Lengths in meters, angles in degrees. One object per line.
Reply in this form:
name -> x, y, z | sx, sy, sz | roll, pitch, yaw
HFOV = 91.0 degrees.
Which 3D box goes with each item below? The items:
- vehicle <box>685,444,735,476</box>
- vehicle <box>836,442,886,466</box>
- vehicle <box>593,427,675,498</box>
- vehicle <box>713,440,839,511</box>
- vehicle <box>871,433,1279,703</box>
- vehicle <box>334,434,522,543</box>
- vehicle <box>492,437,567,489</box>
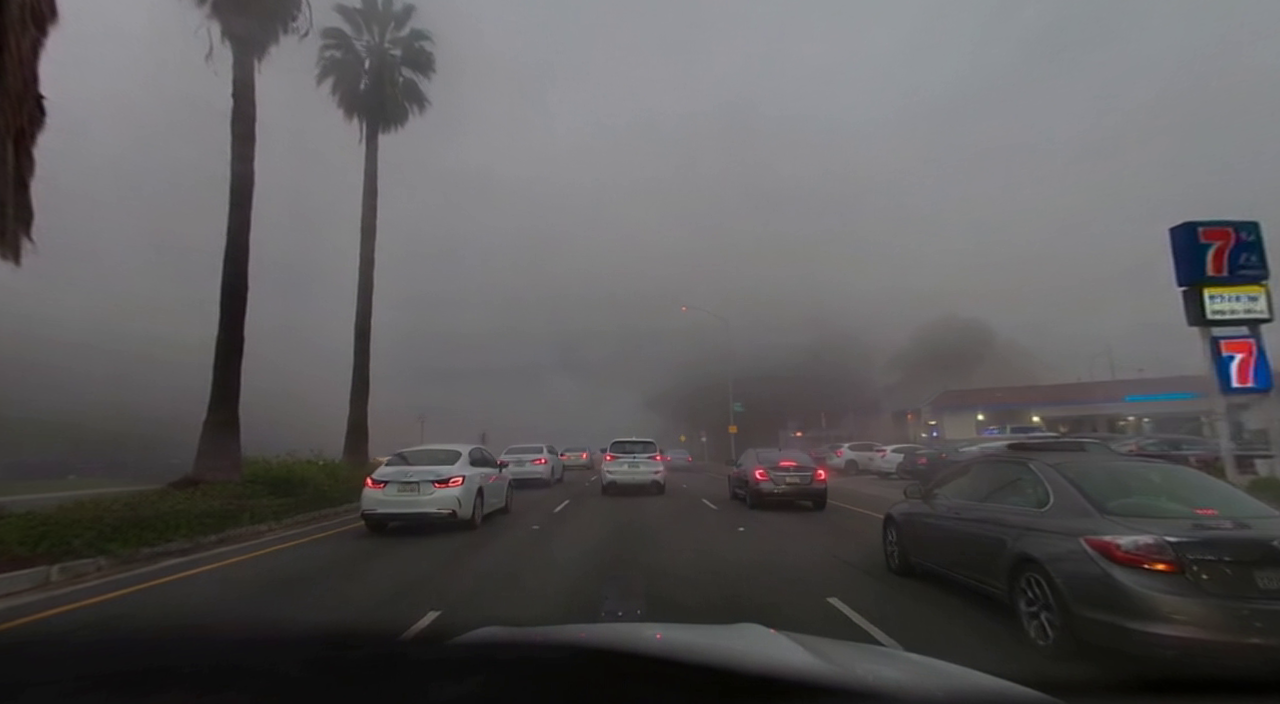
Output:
vehicle -> 3.374, 5.307, 31.150 | 1.880, 1.476, 3.932 | 0, -8, -2
vehicle -> 13.741, 6.365, 39.338 | 1.833, 1.392, 3.588 | 0, -8, 0
vehicle -> -0.156, 3.246, 18.834 | 2.164, 1.867, 4.254 | 0, -8, 0
vehicle -> 3.168, 2.972, 15.740 | 1.977, 1.480, 4.589 | 0, -8, -2
vehicle -> 3.599, 1.402, 4.901 | 1.867, 1.448, 4.436 | 0, -8, -1
vehicle -> -3.347, 2.209, 10.898 | 1.864, 1.505, 4.202 | 0, -8, -1
vehicle -> -3.845, 3.938, 22.710 | 1.932, 1.695, 4.235 | 0, -8, 0
